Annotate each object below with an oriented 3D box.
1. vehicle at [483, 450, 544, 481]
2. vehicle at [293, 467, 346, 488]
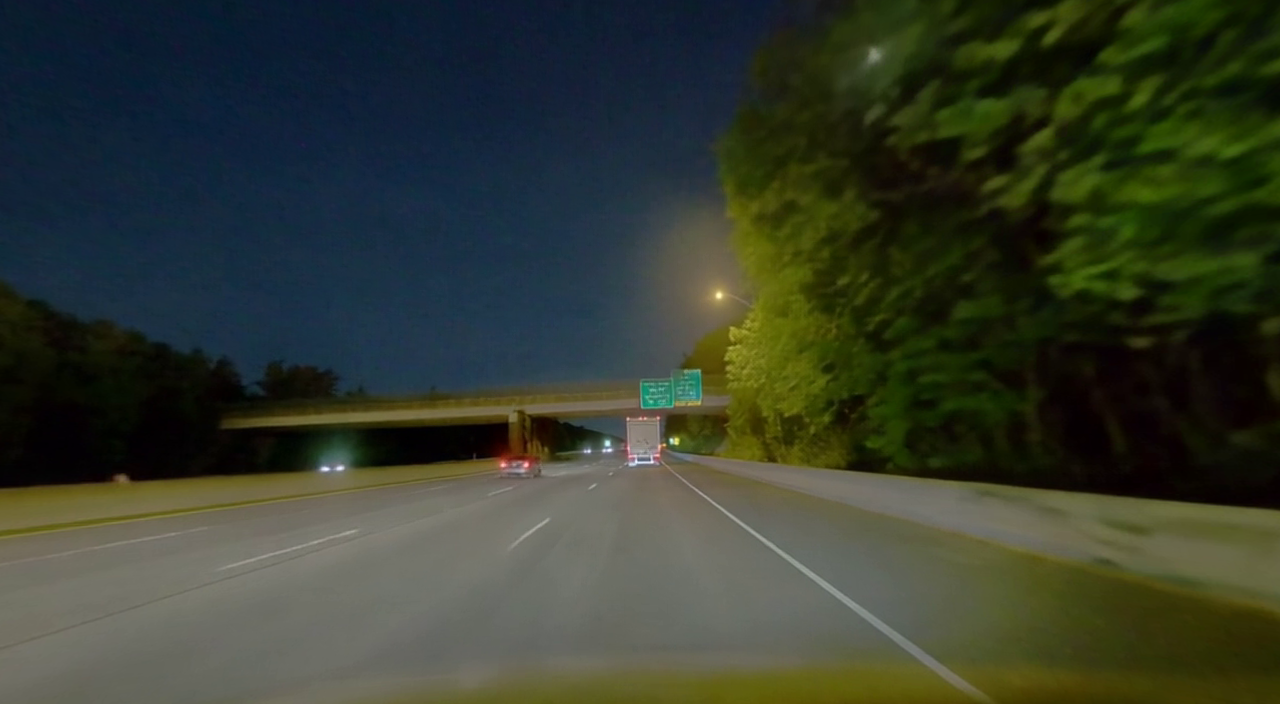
[{"bbox_3d":[-6.363,5.753,32.248,1.953,1.452,4.711,-1,-9,3],"label":"vehicle"},{"bbox_3d":[-24.320,9.522,48.042,1.665,1.434,4.369,0,-9,2],"label":"vehicle"}]
